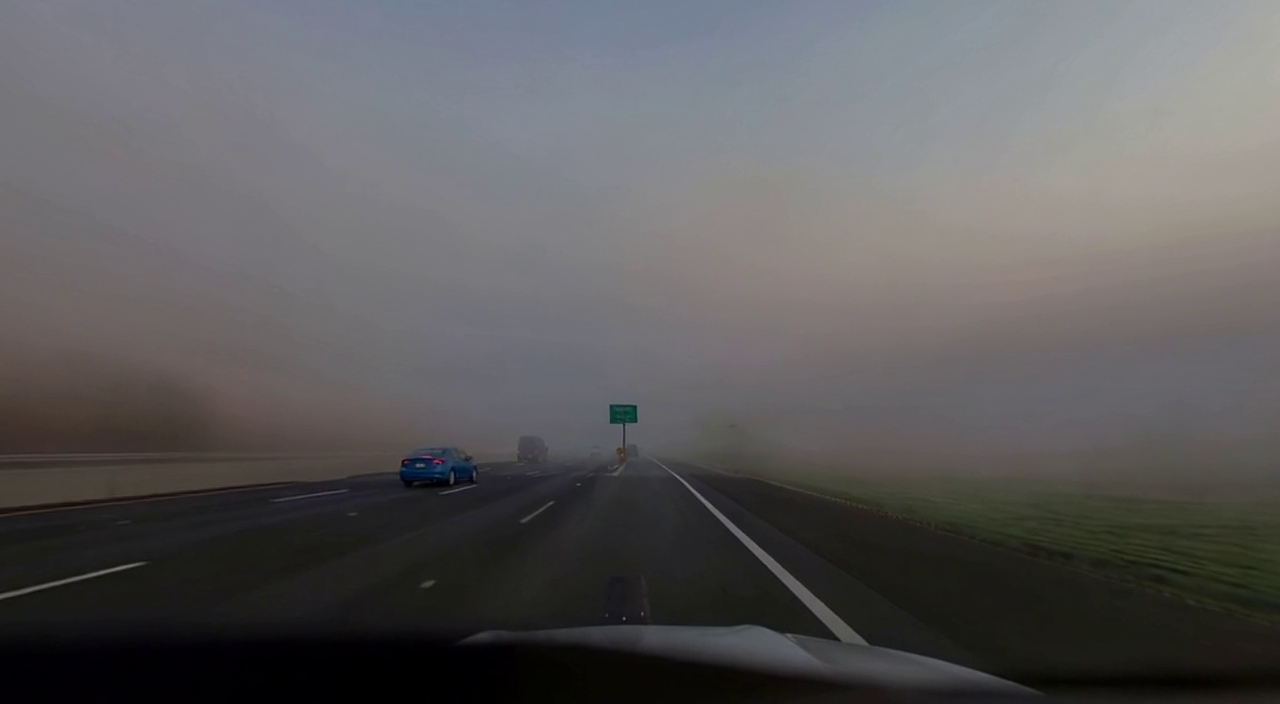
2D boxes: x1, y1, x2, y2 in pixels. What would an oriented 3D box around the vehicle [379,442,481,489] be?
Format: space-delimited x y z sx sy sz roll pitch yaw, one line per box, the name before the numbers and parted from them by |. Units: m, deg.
vehicle | -7.348 4.010 22.681 1.981 1.486 4.735 0 -8 1
